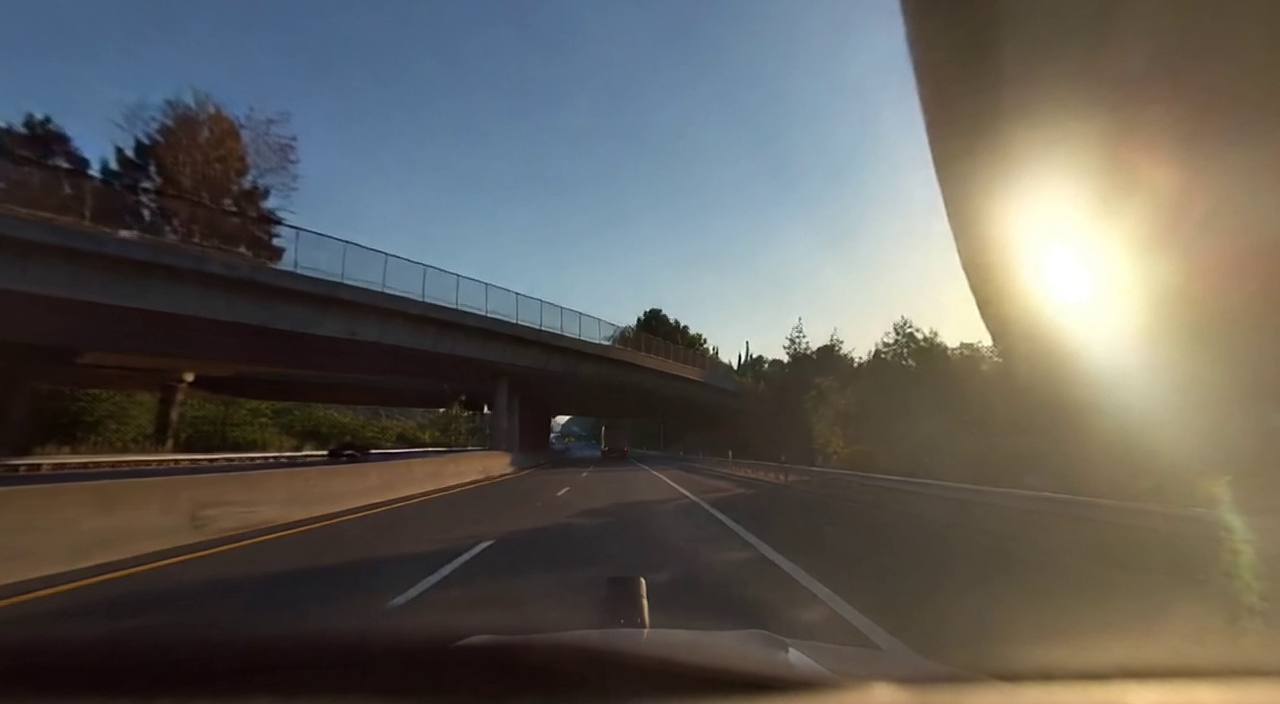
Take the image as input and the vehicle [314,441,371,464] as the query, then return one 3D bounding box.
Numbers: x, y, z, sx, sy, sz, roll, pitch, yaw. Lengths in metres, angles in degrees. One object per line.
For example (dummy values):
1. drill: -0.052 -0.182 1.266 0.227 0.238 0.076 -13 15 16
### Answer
1. vehicle: -20.932 7.132 44.649 1.848 1.540 4.633 0 -9 -1
